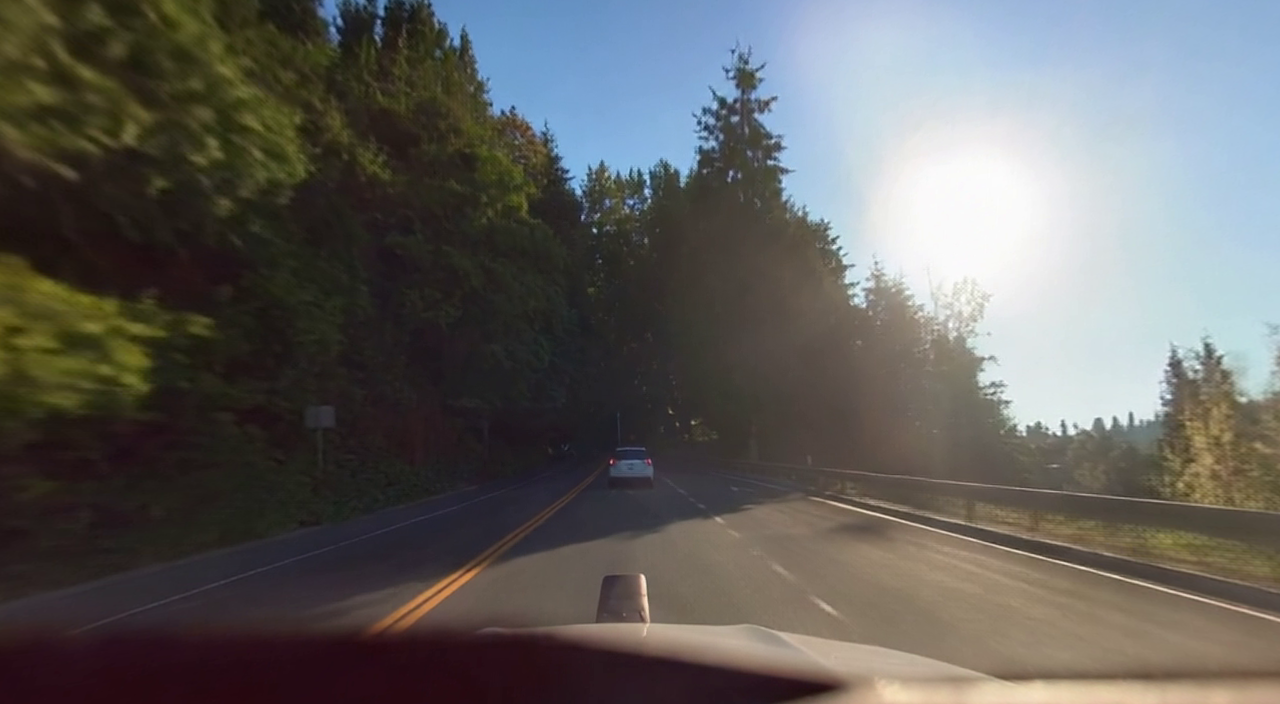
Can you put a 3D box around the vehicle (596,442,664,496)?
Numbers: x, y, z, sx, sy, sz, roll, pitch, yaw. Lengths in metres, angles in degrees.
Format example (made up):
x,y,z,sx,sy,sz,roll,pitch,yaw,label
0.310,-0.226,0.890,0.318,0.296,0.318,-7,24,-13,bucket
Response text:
x,y,z,sx,sy,sz,roll,pitch,yaw,label
-0.357,3.842,20.966,2.037,1.601,3.643,0,-9,-2,vehicle
